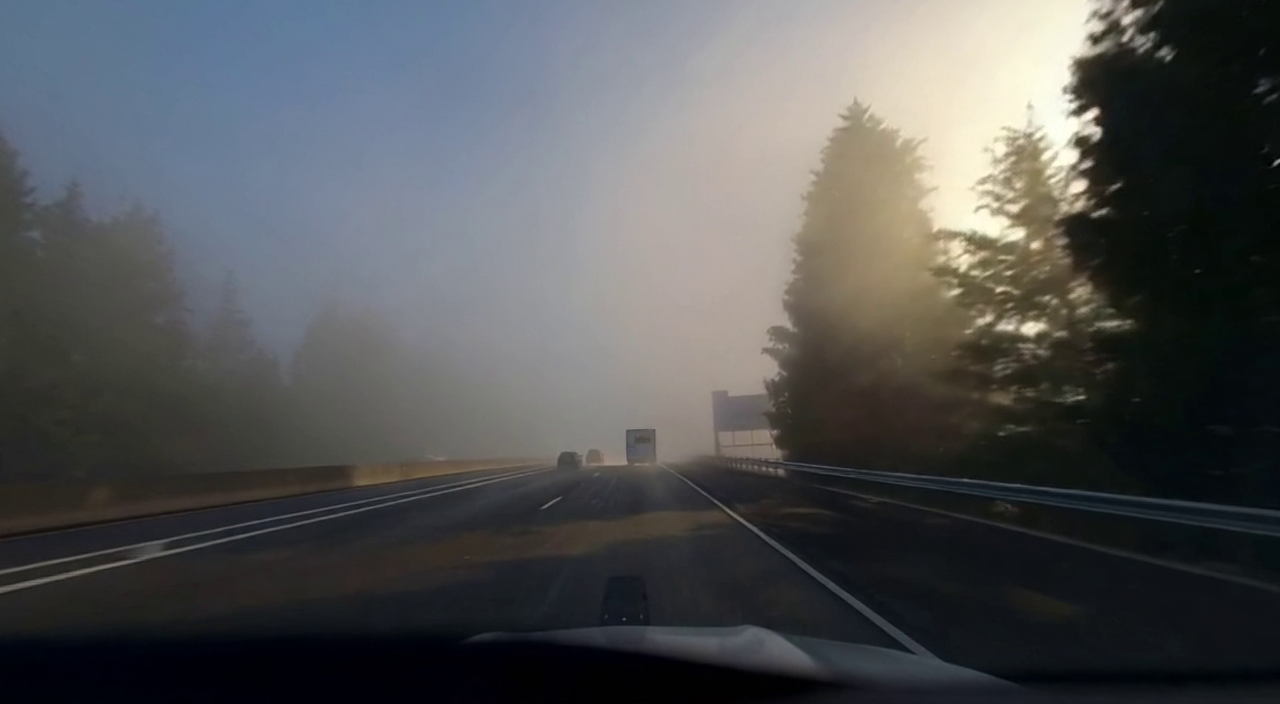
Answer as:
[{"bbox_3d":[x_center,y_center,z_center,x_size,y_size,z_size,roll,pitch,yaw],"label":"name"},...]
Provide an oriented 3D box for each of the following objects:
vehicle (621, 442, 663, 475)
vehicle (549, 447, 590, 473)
[{"bbox_3d":[0.089,5.770,34.297,2.172,1.687,3.929,0,-9,0],"label":"vehicle"},{"bbox_3d":[-4.290,6.651,38.985,2.031,1.482,4.248,0,-9,0],"label":"vehicle"}]
